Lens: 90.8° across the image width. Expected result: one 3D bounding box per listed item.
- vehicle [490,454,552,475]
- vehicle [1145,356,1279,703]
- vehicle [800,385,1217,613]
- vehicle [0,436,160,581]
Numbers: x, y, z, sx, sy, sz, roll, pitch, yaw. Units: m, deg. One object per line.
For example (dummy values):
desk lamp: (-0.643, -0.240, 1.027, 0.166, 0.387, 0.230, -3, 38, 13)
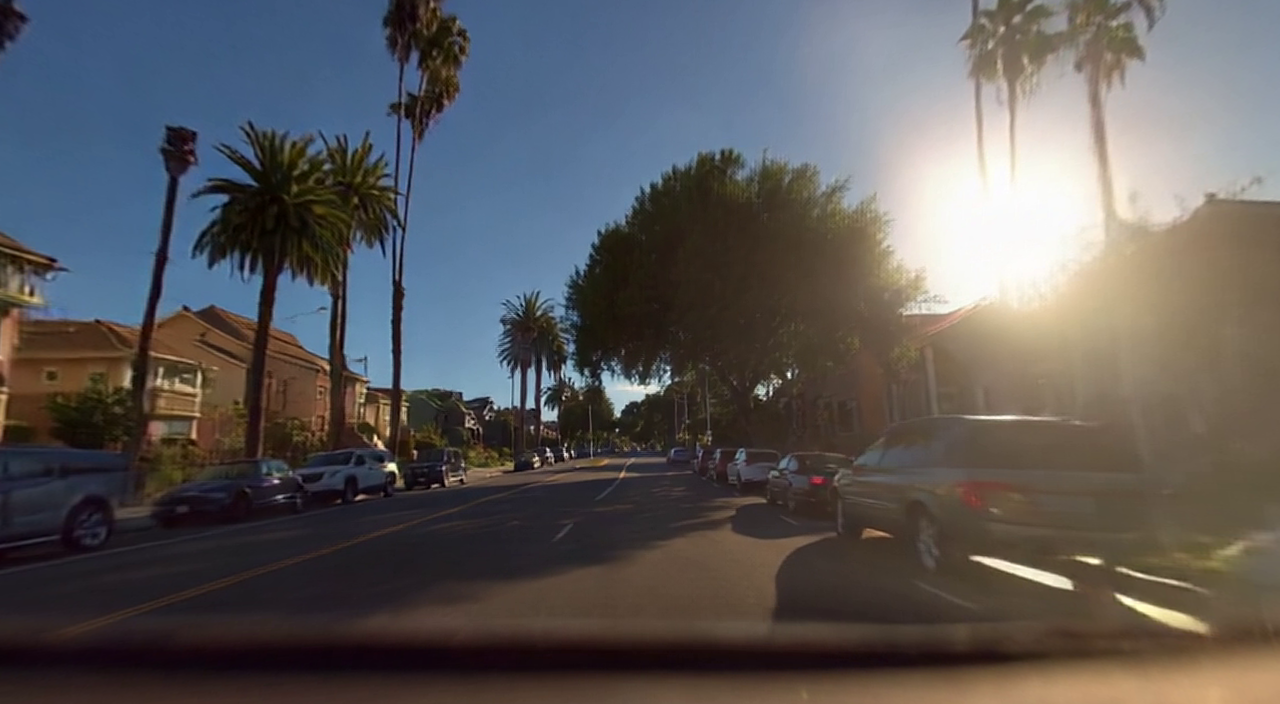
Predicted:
vehicle: (-9.148, 8.629, 48.599, 4.419, 1.486, 1.808, 3, -9, -21)
vehicle: (3.613, 0.630, 1.124, 1.899, 1.669, 4.259, 0, -8, 1)
vehicle: (3.772, 1.597, 7.857, 2.121, 1.929, 4.763, 0, -8, -3)
vehicle: (-9.179, 1.997, 8.305, 4.081, 1.752, 1.871, 3, -9, -21)
